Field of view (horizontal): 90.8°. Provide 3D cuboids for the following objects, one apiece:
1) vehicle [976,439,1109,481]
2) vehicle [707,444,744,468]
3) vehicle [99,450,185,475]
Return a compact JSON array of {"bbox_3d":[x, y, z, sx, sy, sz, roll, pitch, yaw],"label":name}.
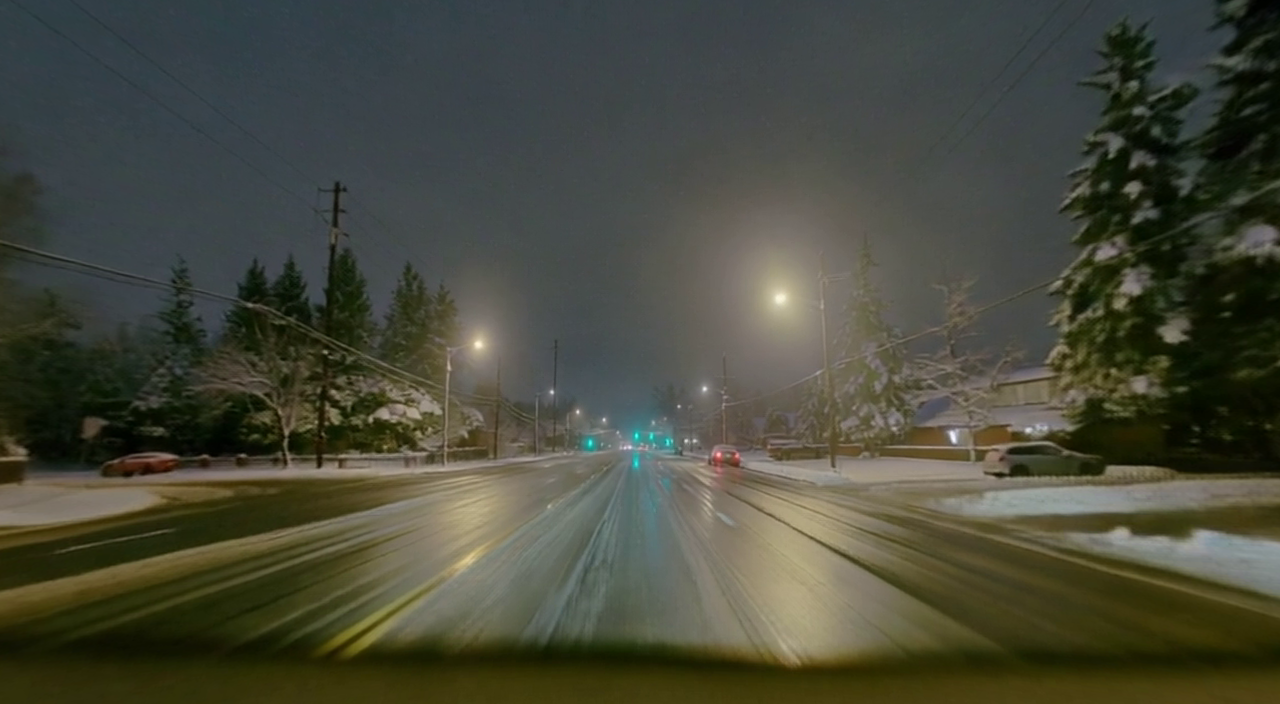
[{"bbox_3d":[15.120,4.072,23.896,3.709,1.509,1.873,0,-9,0],"label":"vehicle"},{"bbox_3d":[6.483,7.917,48.185,2.043,1.747,4.680,0,-9,-2],"label":"vehicle"},{"bbox_3d":[-32.085,7.116,40.864,1.866,1.469,4.473,0,-9,0],"label":"vehicle"}]
